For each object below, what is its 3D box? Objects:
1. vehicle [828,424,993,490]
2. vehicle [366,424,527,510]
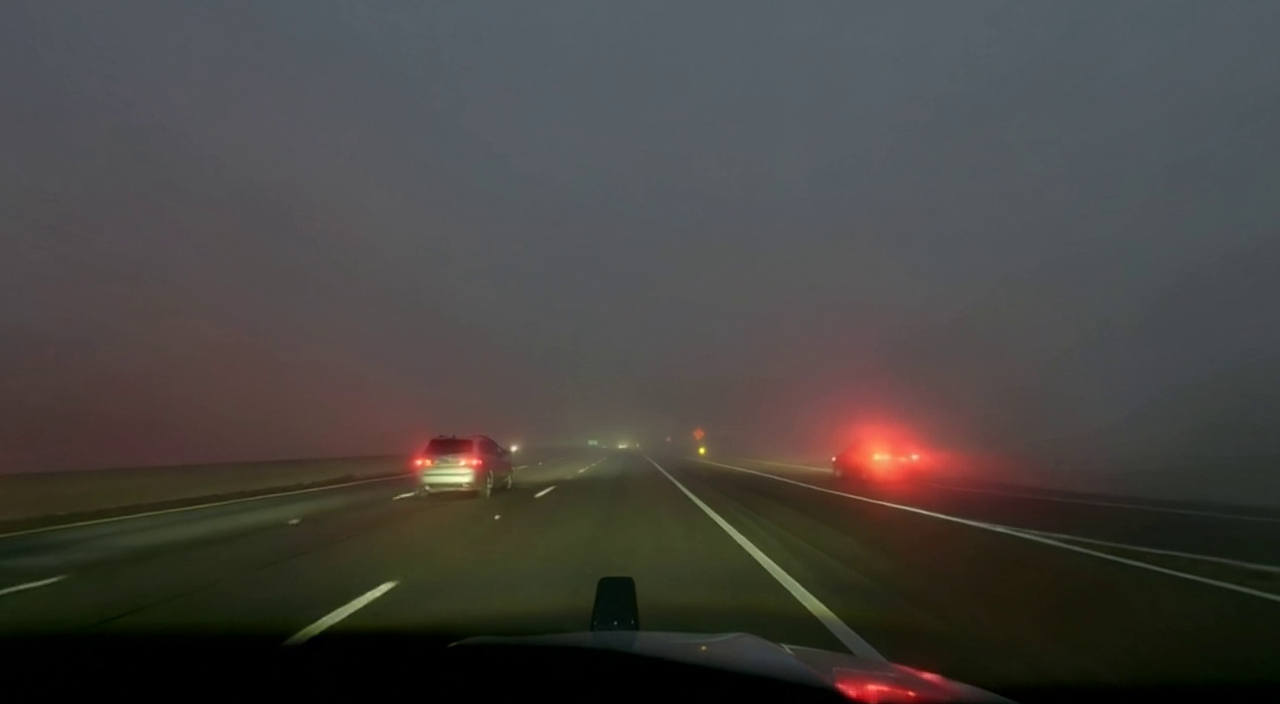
[{"bbox_3d":[7.575,2.988,18.348,2.136,1.641,4.964,1,-8,-7],"label":"vehicle"},{"bbox_3d":[-4.258,2.609,14.934,2.200,1.662,5.091,0,-8,0],"label":"vehicle"}]
